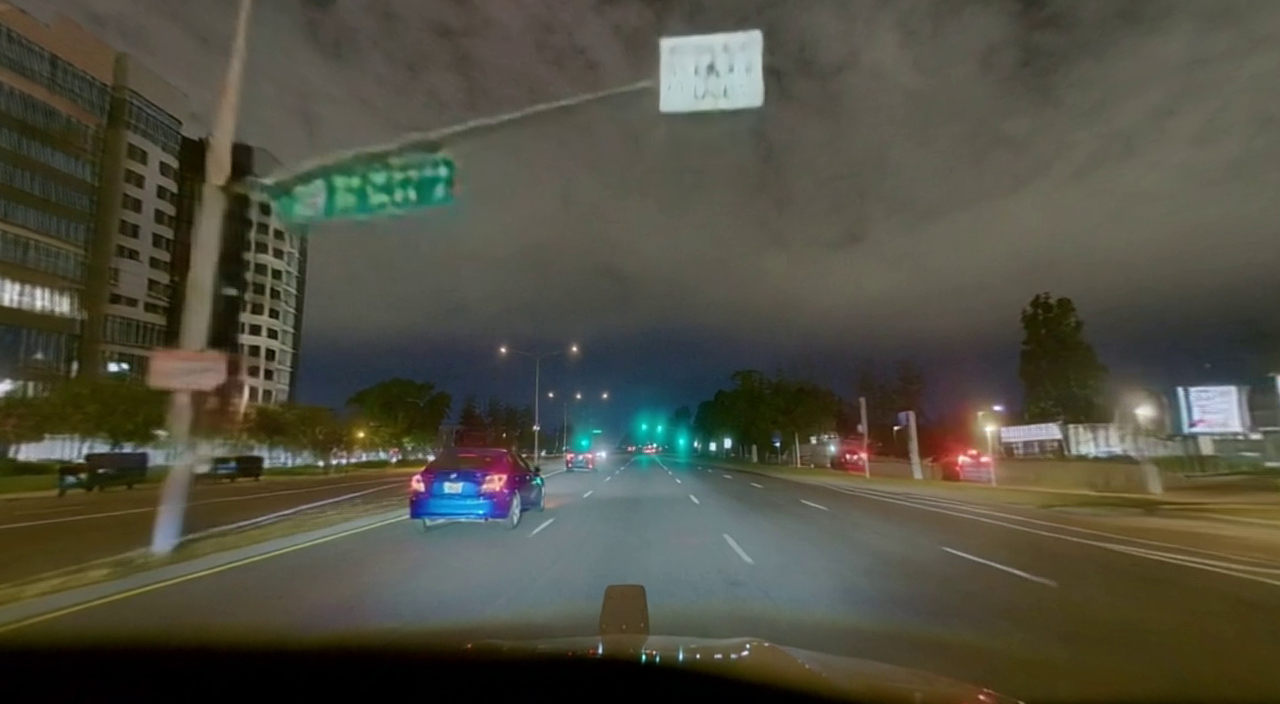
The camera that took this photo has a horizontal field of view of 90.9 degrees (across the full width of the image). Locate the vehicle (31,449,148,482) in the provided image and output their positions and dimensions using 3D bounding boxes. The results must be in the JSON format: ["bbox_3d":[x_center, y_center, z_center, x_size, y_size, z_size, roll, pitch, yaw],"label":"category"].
[{"bbox_3d":[-28.269,5.812,32.598,1.857,1.539,4.760,0,-8,-2],"label":"vehicle"}]

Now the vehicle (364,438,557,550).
[{"bbox_3d":[-2.869,2.360,11.288,2.009,1.489,4.543,-3,-8,2],"label":"vehicle"}]

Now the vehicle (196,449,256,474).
[{"bbox_3d":[-27.667,7.294,42.331,1.940,1.531,5.040,2,-9,-17],"label":"vehicle"}]
